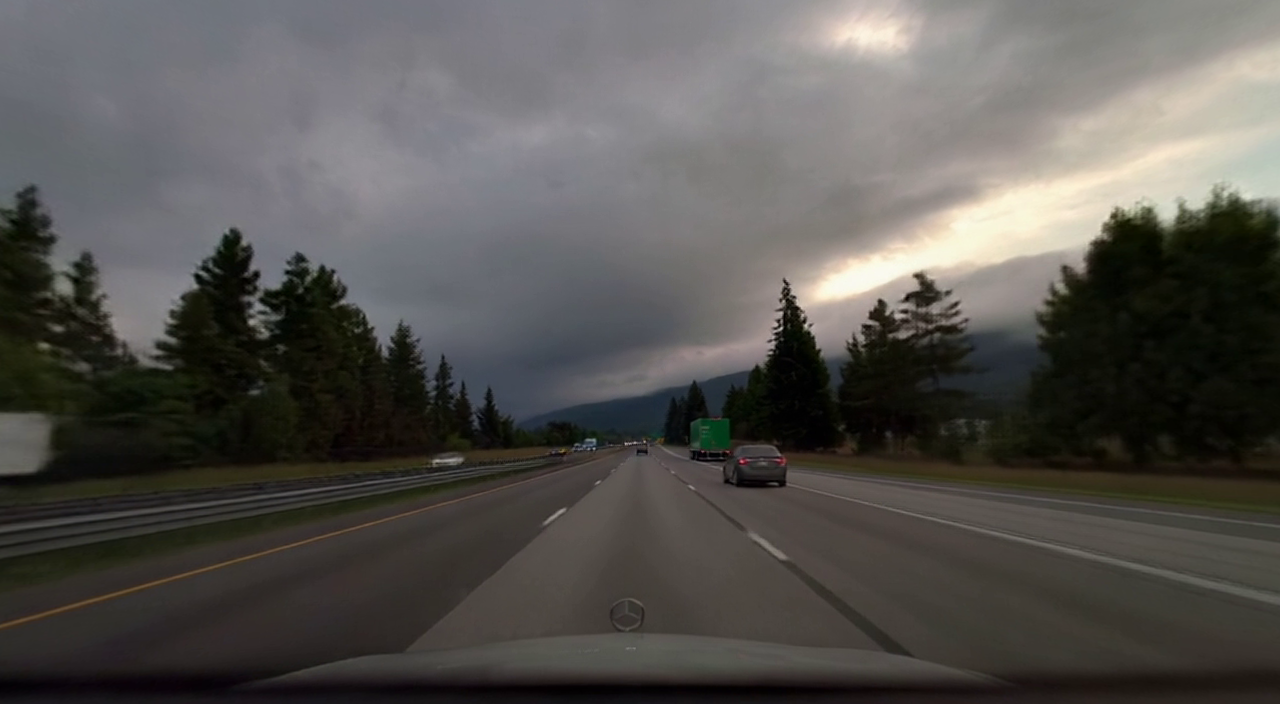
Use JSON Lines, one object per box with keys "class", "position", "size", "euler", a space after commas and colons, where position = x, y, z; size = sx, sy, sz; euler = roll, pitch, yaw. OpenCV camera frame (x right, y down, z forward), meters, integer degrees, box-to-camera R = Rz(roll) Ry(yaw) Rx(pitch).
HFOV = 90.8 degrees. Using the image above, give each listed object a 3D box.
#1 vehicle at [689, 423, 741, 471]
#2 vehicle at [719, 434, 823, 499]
{"class": "vehicle", "position": [4.283, 5.567, 36.978], "size": [2.300, 2.564, 5.643], "euler": [0, -9, -1]}
{"class": "vehicle", "position": [3.504, 3.154, 17.716], "size": [2.019, 1.601, 3.953], "euler": [0, -9, 0]}
